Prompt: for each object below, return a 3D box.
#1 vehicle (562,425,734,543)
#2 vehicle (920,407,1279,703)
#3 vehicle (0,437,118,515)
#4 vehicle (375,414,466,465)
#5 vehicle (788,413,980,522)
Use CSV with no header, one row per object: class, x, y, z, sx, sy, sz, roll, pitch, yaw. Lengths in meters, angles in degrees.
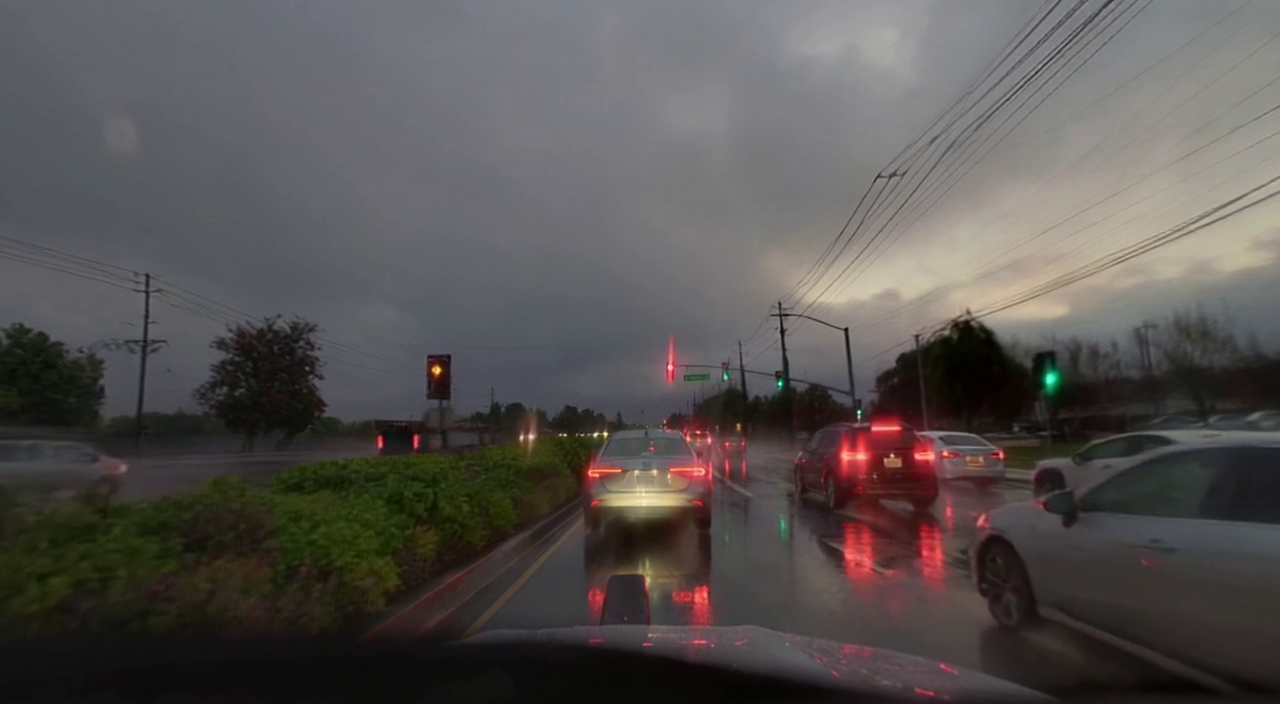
vehicle,0.128,2.030,10.354,2.208,1.498,4.401,0,-8,1
vehicle,3.548,1.091,3.426,2.028,1.454,4.531,0,-8,1
vehicle,-17.556,3.265,16.703,2.262,1.967,5.814,-1,-8,3
vehicle,-15.666,6.430,45.848,2.934,3.328,8.716,-1,-8,4
vehicle,4.476,2.197,12.442,2.140,1.753,4.256,0,-8,1
